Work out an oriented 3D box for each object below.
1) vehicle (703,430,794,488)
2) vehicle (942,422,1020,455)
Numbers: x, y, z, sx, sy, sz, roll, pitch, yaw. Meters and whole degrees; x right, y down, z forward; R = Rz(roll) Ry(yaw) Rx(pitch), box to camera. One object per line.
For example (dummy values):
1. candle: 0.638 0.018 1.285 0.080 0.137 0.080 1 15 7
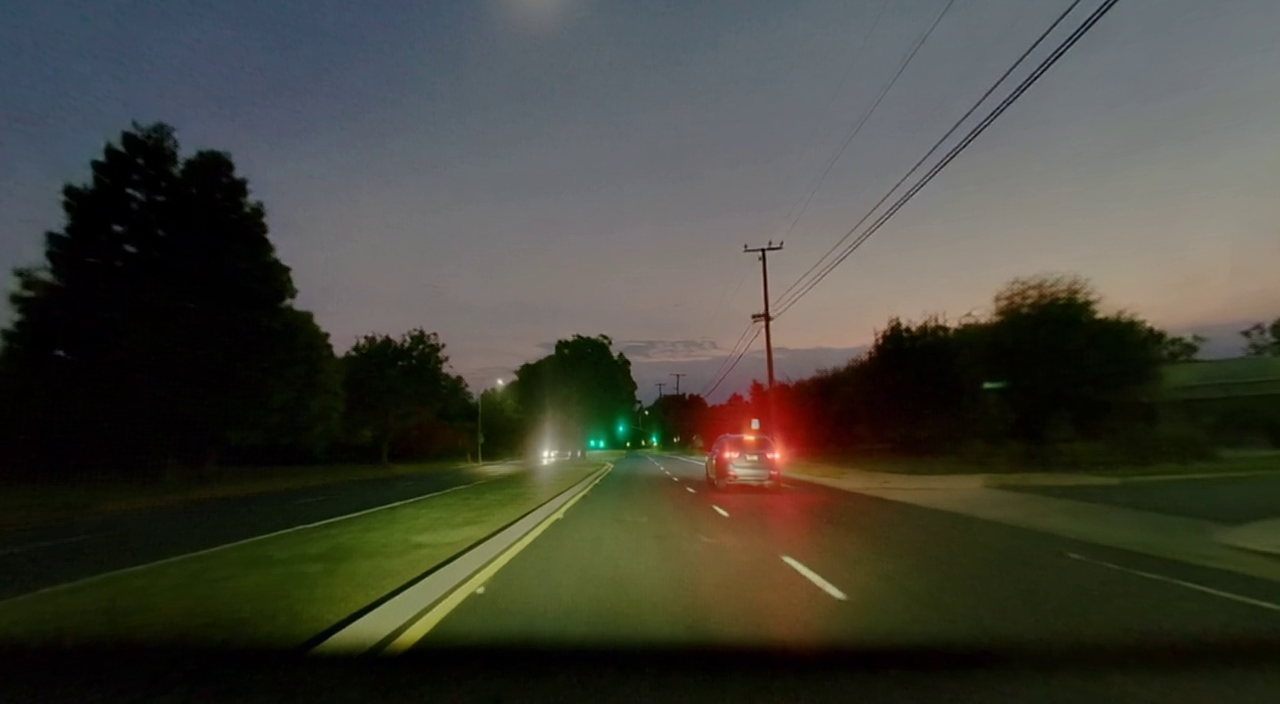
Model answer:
1. vehicle: 3.632 3.707 22.156 2.193 1.777 4.772 0 -9 -2
2. vehicle: 16.145 4.155 30.159 1.674 1.455 3.769 -1 -9 2
